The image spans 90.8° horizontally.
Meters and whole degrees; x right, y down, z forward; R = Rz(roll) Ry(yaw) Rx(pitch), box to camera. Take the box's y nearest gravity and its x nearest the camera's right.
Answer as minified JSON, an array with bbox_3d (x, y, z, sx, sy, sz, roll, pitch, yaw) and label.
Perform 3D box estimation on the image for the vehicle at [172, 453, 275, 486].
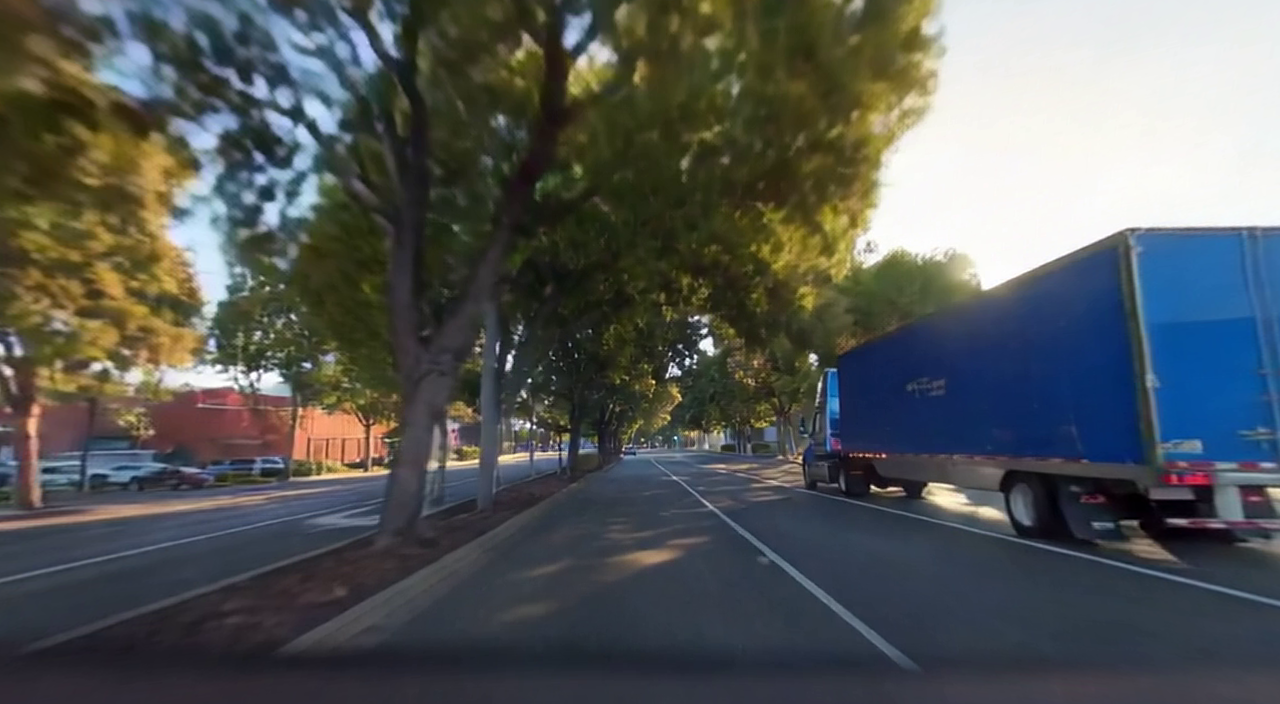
[{"bbox_3d":[-25.412,7.122,38.647,4.900,1.808,2.103,7,-11,-39],"label":"vehicle"}]

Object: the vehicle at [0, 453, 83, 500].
[{"bbox_3d":[-26.075,5.124,25.780,2.090,1.772,5.499,-2,-10,-6],"label":"vehicle"}]

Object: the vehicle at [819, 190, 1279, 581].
[{"bbox_3d":[6.690,1.090,11.817,3.120,3.794,11.510,0,-9,-1],"label":"vehicle"}]

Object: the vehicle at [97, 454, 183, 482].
[{"bbox_3d":[-37.662,8.709,47.720,4.621,1.820,2.083,1,-9,-19],"label":"vehicle"}]
